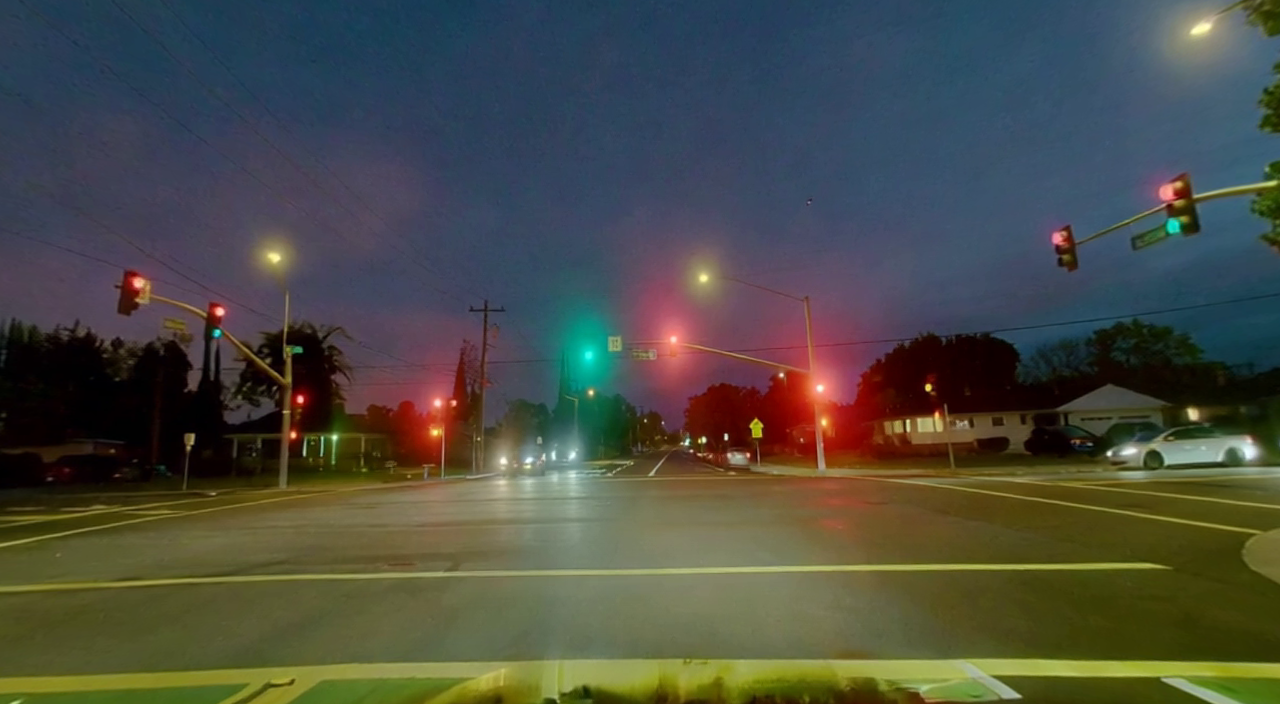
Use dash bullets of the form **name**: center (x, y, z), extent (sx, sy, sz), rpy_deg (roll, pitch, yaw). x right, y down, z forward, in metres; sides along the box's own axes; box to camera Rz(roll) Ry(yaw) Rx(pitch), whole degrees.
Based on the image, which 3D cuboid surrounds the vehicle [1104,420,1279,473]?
- **vehicle**: center (16.962, 2.841, 19.027), extent (4.345, 1.517, 1.913), rpy_deg (0, -8, 1)

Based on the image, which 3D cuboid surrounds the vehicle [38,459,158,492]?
- **vehicle**: center (-30.095, 6.859, 35.345), extent (2.106, 1.586, 5.009), rpy_deg (-1, -8, 4)

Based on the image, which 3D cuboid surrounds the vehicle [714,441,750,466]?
- **vehicle**: center (6.227, 6.958, 43.309), extent (1.891, 1.611, 4.269), rpy_deg (0, -8, 1)

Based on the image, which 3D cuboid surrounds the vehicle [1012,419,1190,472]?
- **vehicle**: center (15.995, 3.272, 22.132), extent (4.452, 1.711, 2.186), rpy_deg (0, -8, 1)

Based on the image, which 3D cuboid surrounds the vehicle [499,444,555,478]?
- **vehicle**: center (-5.967, 5.795, 33.904), extent (1.982, 1.686, 4.195), rpy_deg (-1, -8, 4)

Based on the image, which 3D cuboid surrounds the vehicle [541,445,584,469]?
- **vehicle**: center (-5.576, 7.652, 46.261), extent (2.270, 1.605, 4.958), rpy_deg (-1, -8, 3)
